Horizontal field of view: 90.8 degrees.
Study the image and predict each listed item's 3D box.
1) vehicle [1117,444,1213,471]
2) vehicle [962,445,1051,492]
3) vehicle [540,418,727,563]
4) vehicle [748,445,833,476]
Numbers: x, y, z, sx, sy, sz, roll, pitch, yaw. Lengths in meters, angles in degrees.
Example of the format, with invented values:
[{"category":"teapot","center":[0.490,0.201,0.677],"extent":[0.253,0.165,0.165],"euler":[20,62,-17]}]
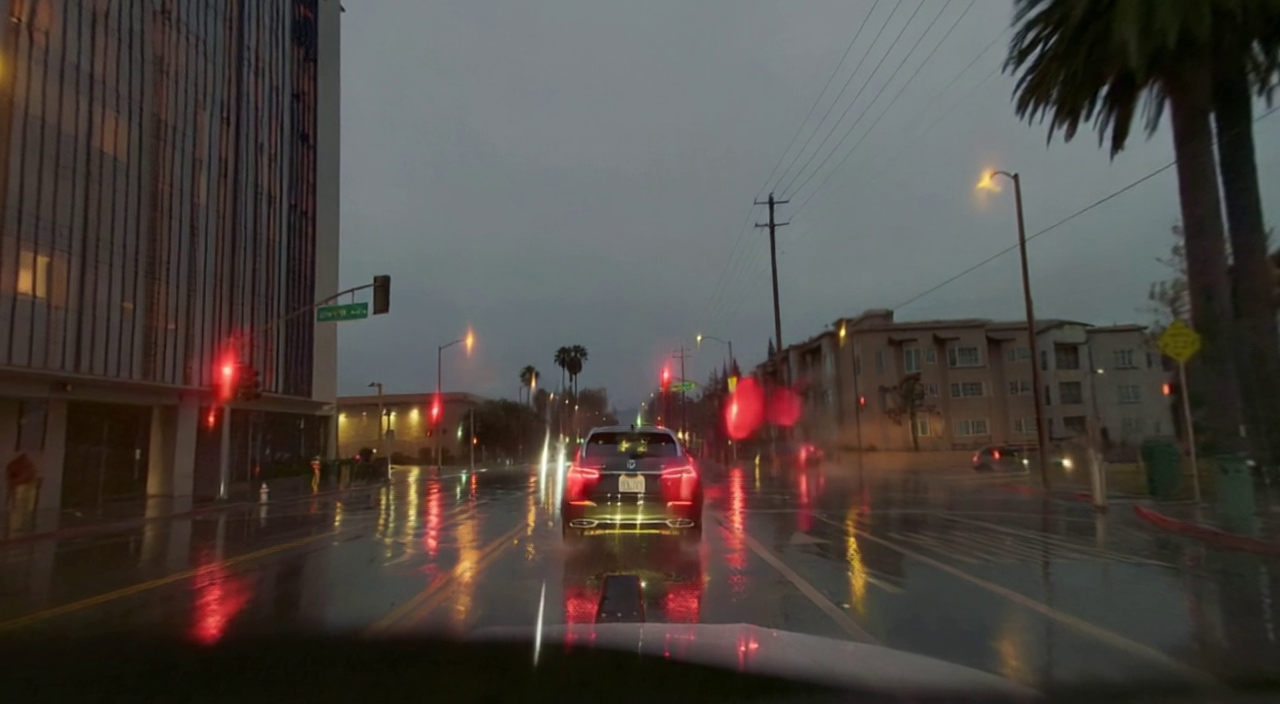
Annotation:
[{"category":"vehicle","center":[32.167,6.466,38.770],"extent":[4.234,1.613,1.812],"euler":[0,-8,-1]},{"category":"vehicle","center":[14.060,4.382,24.126],"extent":[2.004,1.593,4.118],"euler":[-8,-11,41]},{"category":"vehicle","center":[-0.077,1.876,9.230],"extent":[2.144,1.643,3.770],"euler":[0,-8,0]},{"category":"vehicle","center":[8.945,6.457,37.750],"extent":[4.494,1.704,1.976],"euler":[-5,-10,30]}]
